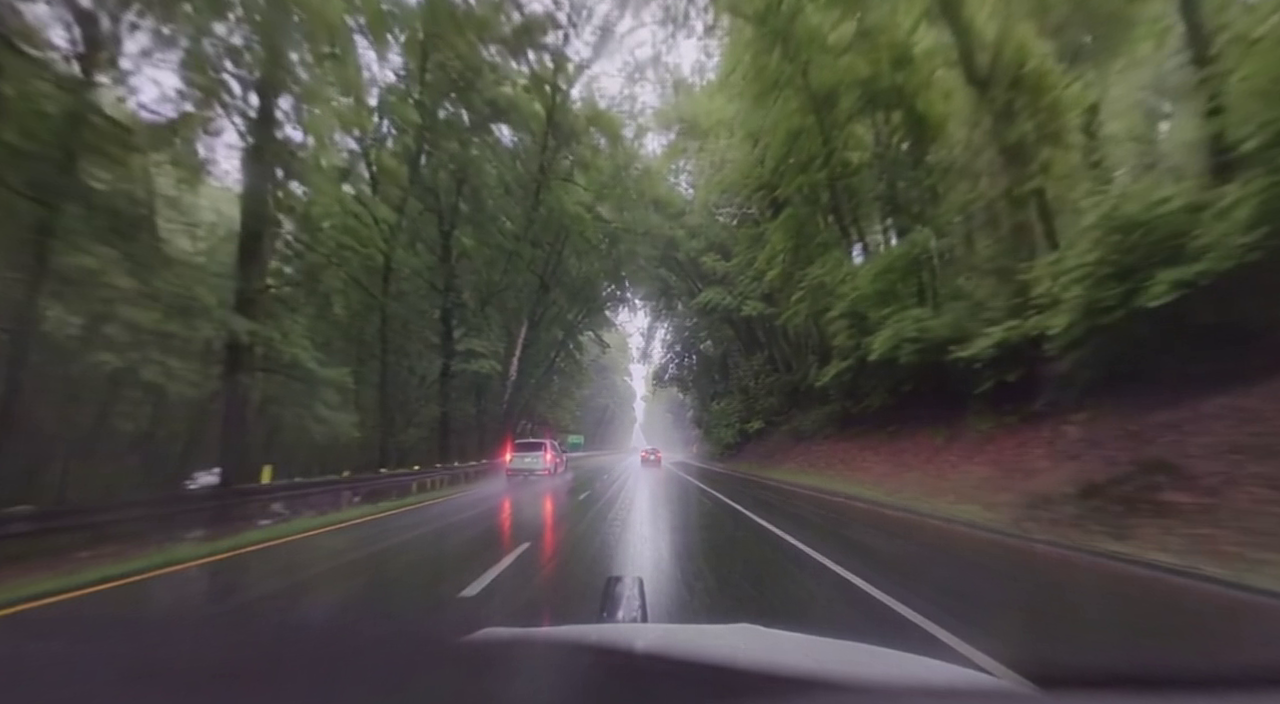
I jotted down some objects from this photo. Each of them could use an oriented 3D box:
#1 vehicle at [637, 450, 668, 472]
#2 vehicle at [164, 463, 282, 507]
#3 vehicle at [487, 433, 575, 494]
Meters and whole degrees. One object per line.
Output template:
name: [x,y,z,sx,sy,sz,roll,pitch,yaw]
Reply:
vehicle: [0.833,7.588,44.198,2.046,1.452,4.407,0,-9,0]
vehicle: [-16.200,5.148,24.785,1.720,1.440,4.098,0,-9,1]
vehicle: [-3.943,4.155,23.949,2.418,2.049,4.930,0,-9,0]
